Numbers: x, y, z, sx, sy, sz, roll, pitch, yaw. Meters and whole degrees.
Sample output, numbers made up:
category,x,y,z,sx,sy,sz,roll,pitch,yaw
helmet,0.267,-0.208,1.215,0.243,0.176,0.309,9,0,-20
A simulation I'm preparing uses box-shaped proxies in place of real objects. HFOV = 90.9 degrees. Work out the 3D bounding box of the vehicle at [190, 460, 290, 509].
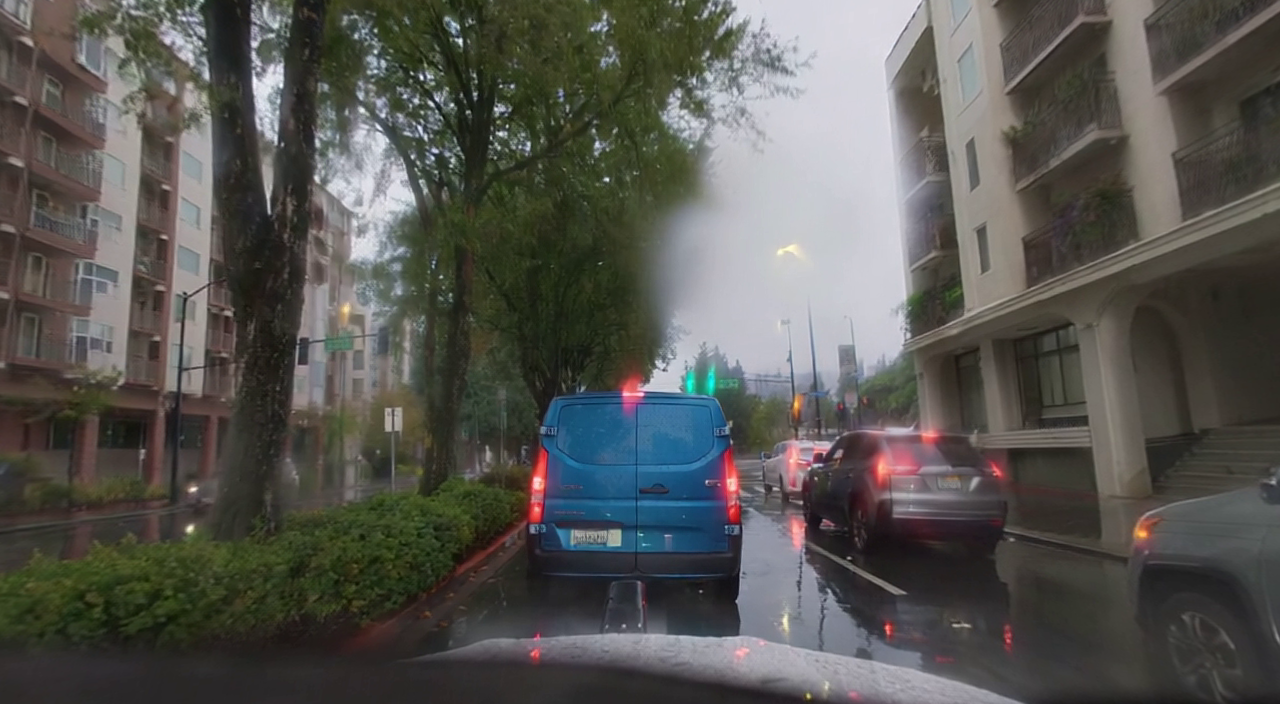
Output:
category,x,y,z,sx,sy,sz,roll,pitch,yaw
vehicle,-14.397,4.745,23.003,1.852,1.485,4.428,2,-9,-16

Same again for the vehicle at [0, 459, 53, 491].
category,x,y,z,sx,sy,sz,roll,pitch,yaw
vehicle,-35.493,6.845,35.135,3.843,1.680,1.782,-1,-9,4

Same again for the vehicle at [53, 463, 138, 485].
category,x,y,z,sx,sy,sz,roll,pitch,yaw
vehicle,-38.483,8.633,44.619,4.396,1.458,1.809,-1,-9,2

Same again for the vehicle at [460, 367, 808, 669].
category,x,y,z,sx,sy,sz,roll,pitch,yaw
vehicle,-0.032,1.323,6.043,2.101,1.828,4.270,0,-9,0

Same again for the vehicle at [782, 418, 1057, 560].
category,x,y,z,sx,sy,sz,roll,pitch,yaw
vehicle,3.917,2.004,10.020,2.061,1.676,4.734,0,-9,-2

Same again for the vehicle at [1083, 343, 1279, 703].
category,x,y,z,sx,sy,sz,roll,pitch,yaw
vehicle,3.805,0.695,1.742,2.157,1.748,4.130,0,-9,1

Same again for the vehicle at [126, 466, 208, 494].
category,x,y,z,sx,sy,sz,roll,pitch,yaw
vehicle,-33.322,9.056,44.507,4.292,1.492,1.772,-6,-14,-1
